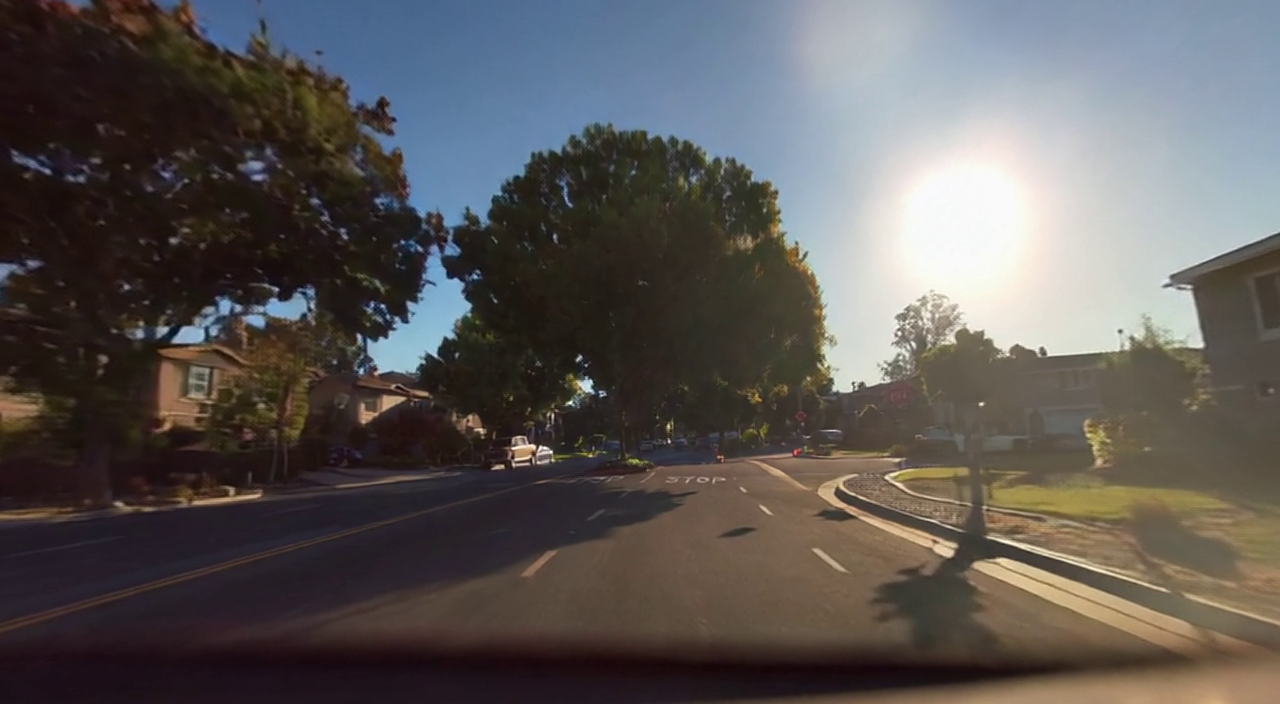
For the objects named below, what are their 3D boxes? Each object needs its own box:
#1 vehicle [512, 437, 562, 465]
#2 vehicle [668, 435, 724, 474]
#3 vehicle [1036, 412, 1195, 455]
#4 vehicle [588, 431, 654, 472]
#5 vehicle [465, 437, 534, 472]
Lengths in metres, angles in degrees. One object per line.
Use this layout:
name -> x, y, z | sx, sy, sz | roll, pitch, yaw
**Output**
vehicle -> -7.615, 7.409, 47.035 | 2.076, 1.864, 4.730 | -4, -9, 11
vehicle -> 2.381, 4.191, 25.873 | 1.955, 1.459, 4.383 | -1, -9, 9
vehicle -> 20.598, 3.614, 27.527 | 4.989, 1.564, 2.007 | -4, -13, 15
vehicle -> -0.745, 4.485, 28.452 | 2.178, 1.695, 4.339 | -2, -9, 10
vehicle -> -9.081, 6.672, 41.351 | 2.191, 1.980, 5.888 | -5, -9, 11
